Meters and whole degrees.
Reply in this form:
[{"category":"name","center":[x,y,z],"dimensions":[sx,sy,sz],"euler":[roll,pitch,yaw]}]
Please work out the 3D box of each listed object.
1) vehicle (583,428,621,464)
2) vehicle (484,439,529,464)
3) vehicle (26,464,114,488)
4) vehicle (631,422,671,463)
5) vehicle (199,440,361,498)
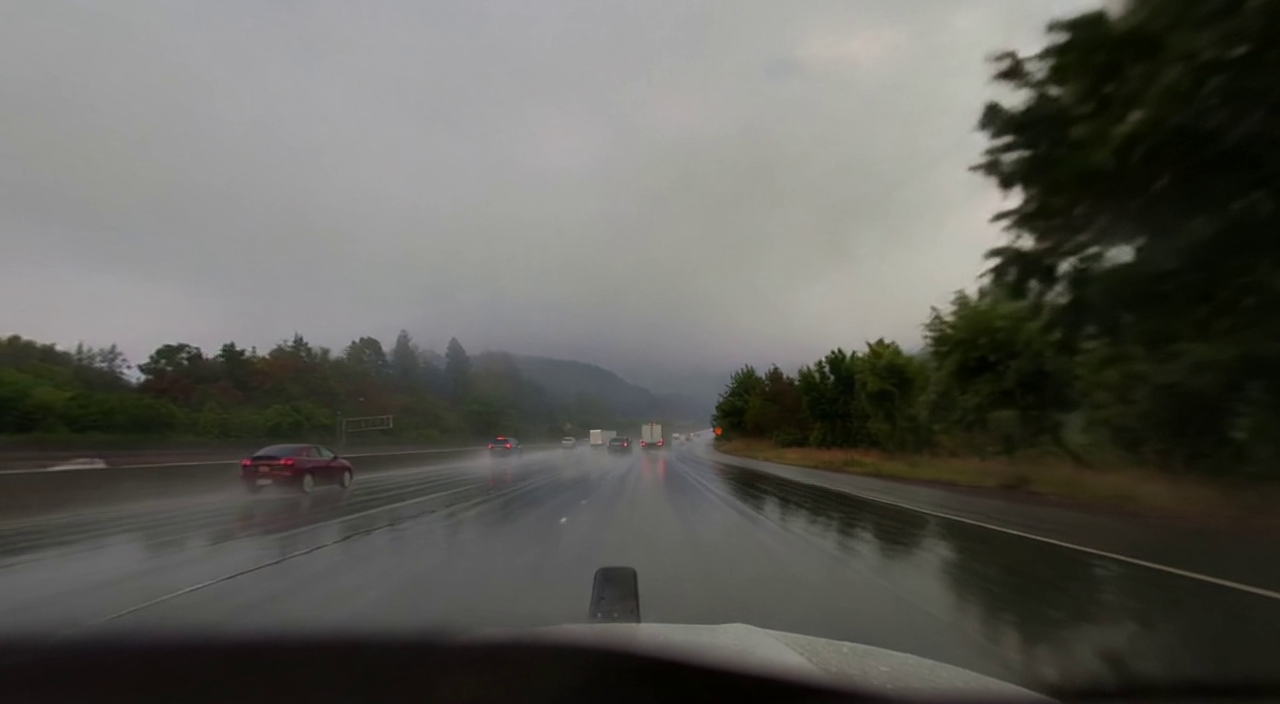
[{"category":"vehicle","center":[-2.770,7.116,47.732],"dimensions":[2.328,2.519,5.238],"euler":[0,-8,2]},{"category":"vehicle","center":[-9.973,7.454,47.605],"dimensions":[2.080,1.777,5.450],"euler":[0,-8,2]},{"category":"vehicle","center":[-43.283,9.409,48.141],"dimensions":[2.107,1.552,4.767],"euler":[0,-9,2]},{"category":"vehicle","center":[0.849,6.833,47.919],"dimensions":[2.768,2.854,6.757],"euler":[1,-8,1]},{"category":"vehicle","center":[-10.206,3.329,18.442],"dimensions":[1.952,1.457,4.689],"euler":[0,-8,0]}]
